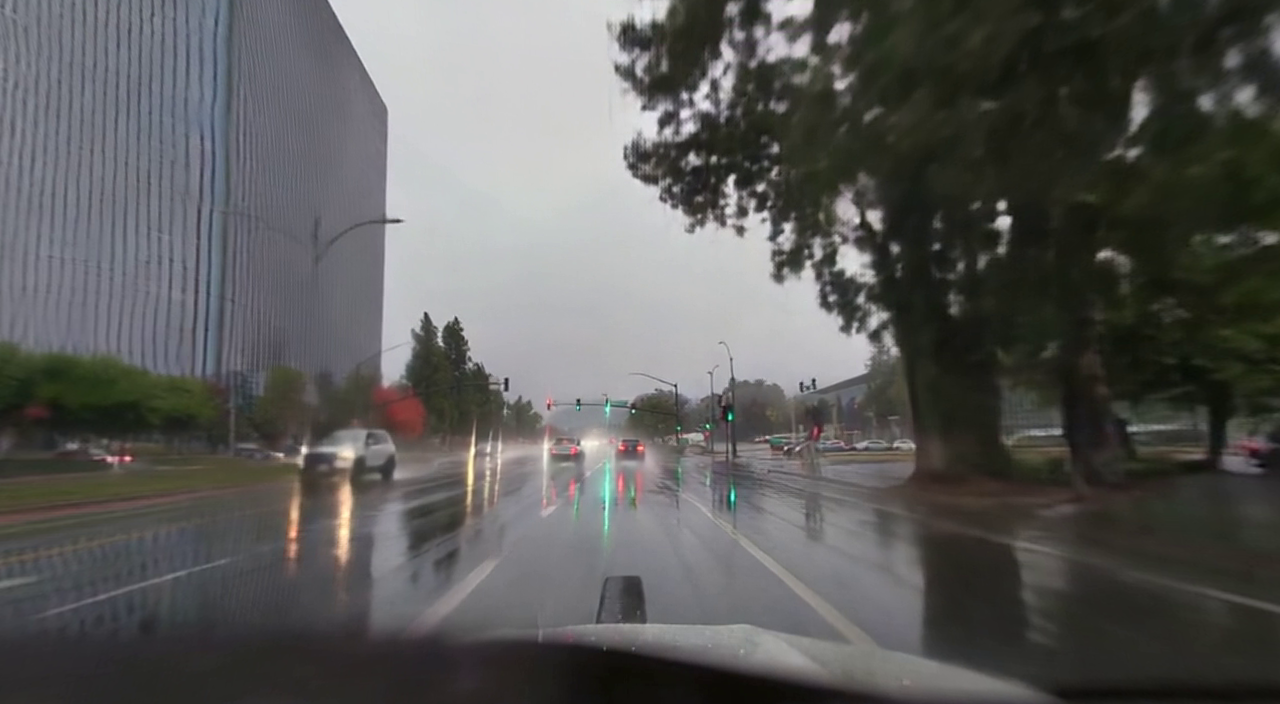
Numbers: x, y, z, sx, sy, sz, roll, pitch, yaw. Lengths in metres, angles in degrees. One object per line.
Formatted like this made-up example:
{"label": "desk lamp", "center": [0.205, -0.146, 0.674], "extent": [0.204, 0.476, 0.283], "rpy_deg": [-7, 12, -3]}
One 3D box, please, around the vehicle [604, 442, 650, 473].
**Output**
{"label": "vehicle", "center": [-0.642, 4.998, 30.149], "extent": [2.050, 1.385, 4.096], "rpy_deg": [0, -8, -2]}

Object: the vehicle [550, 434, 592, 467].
{"label": "vehicle", "center": [-3.942, 5.737, 36.780], "extent": [2.001, 1.784, 4.483], "rpy_deg": [0, -8, 0]}

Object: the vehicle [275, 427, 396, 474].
{"label": "vehicle", "center": [-15.363, 5.036, 32.571], "extent": [2.680, 2.131, 6.995], "rpy_deg": [0, -8, 0]}
